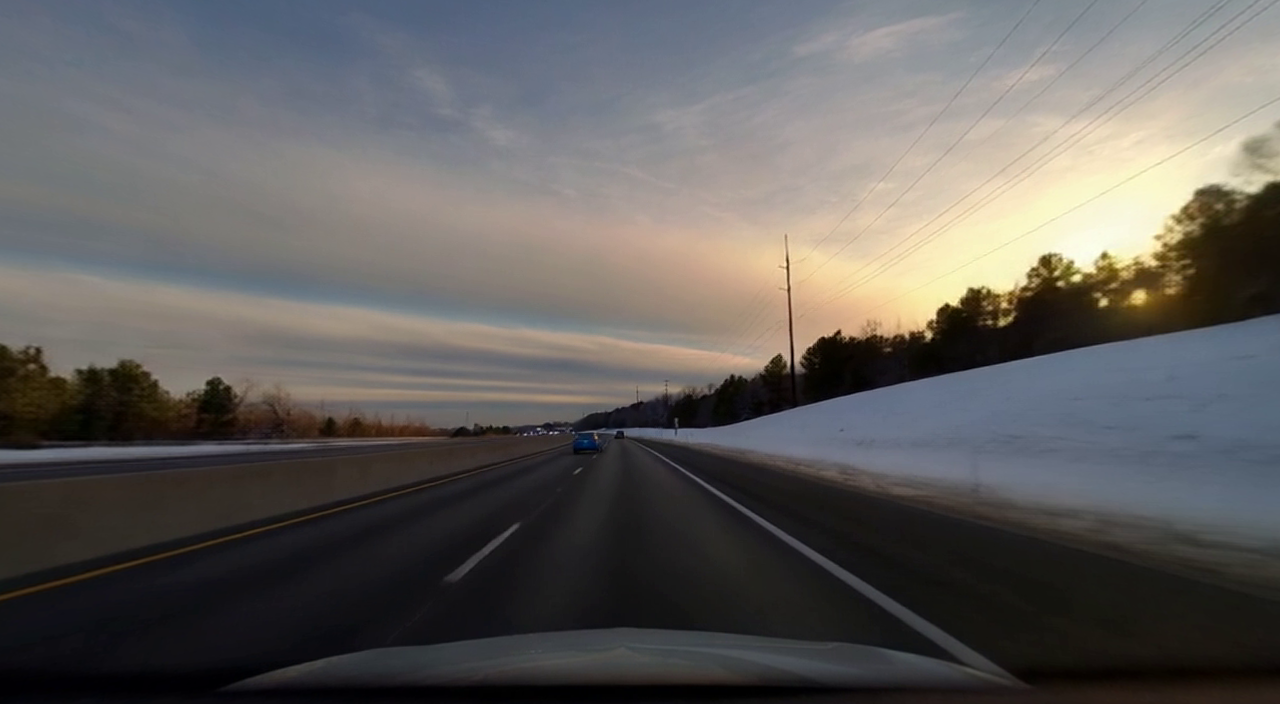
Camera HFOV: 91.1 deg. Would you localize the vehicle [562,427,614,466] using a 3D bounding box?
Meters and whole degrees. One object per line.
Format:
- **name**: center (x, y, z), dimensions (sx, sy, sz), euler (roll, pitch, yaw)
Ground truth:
- **vehicle**: center (-2.163, 4.081, 27.264), dimensions (1.999, 1.536, 3.969), euler (0, -8, -1)
